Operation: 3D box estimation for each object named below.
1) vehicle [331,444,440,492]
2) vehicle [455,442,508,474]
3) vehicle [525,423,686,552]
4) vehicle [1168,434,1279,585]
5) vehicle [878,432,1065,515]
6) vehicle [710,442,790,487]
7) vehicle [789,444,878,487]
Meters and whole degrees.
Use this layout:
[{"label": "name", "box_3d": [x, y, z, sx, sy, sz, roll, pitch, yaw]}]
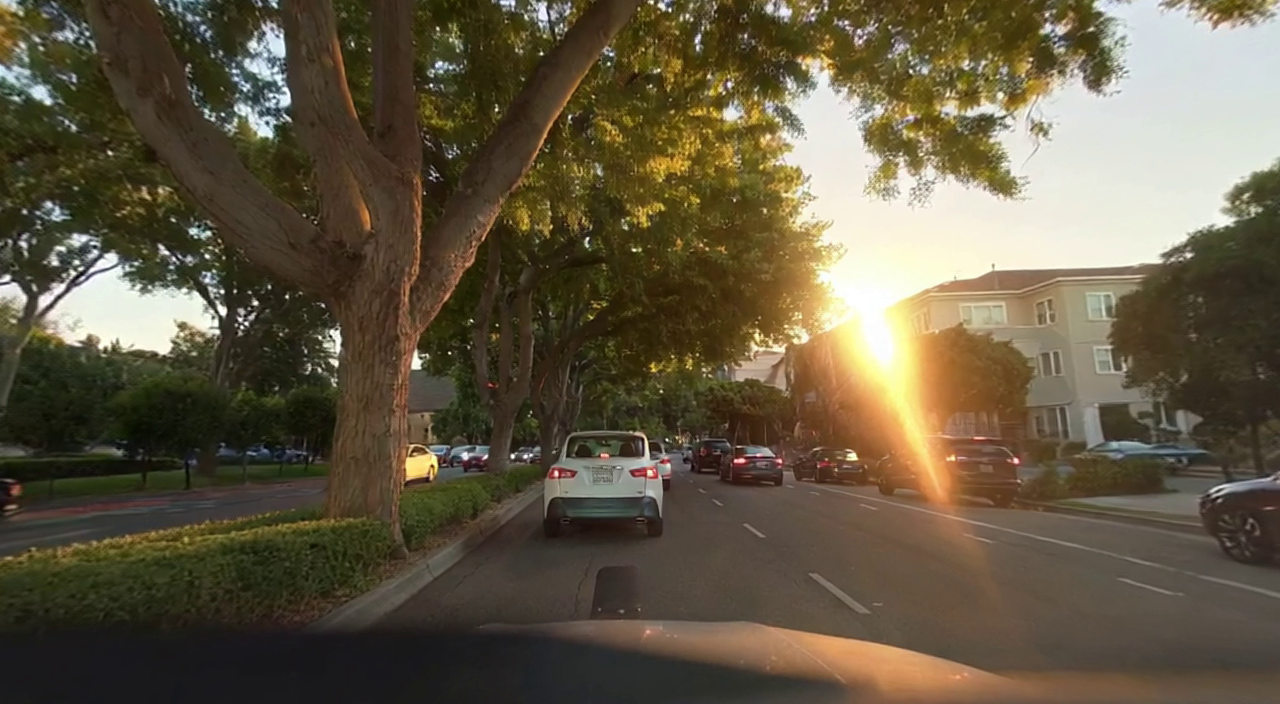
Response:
[{"label": "vehicle", "box_3d": [-8.851, 4.049, 22.495, 1.938, 1.513, 4.593, 0, -8, 1]}, {"label": "vehicle", "box_3d": [-8.887, 5.975, 35.762, 1.920, 1.663, 4.036, 0, -8, 1]}, {"label": "vehicle", "box_3d": [-0.523, 2.049, 10.200, 2.106, 1.655, 3.717, 0, -8, -2]}, {"label": "vehicle", "box_3d": [7.417, 1.419, 5.217, 1.995, 1.517, 5.006, -1, -8, 3]}, {"label": "vehicle", "box_3d": [7.724, 2.852, 15.353, 2.168, 1.709, 4.289, 0, -8, 0]}, {"label": "vehicle", "box_3d": [3.898, 4.068, 23.206, 2.175, 1.477, 4.520, 0, -8, 1]}, {"label": "vehicle", "box_3d": [7.161, 4.228, 23.924, 1.977, 1.485, 4.308, 0, -8, 0]}]
